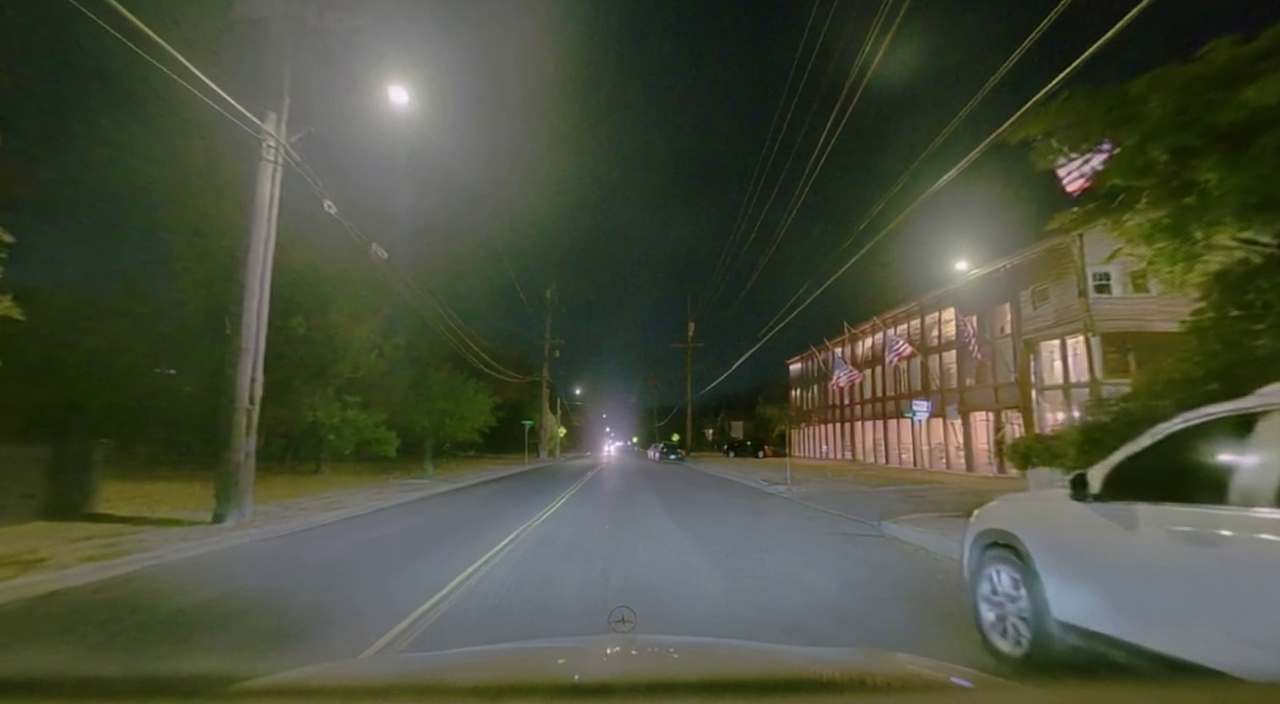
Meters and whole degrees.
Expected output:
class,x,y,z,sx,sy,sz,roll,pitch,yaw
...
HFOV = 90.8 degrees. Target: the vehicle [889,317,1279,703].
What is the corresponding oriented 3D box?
class,x,y,z,sx,sy,sz,roll,pitch,yaw
vehicle,3.306,0.888,2.946,2.203,1.787,4.704,0,-8,-2
